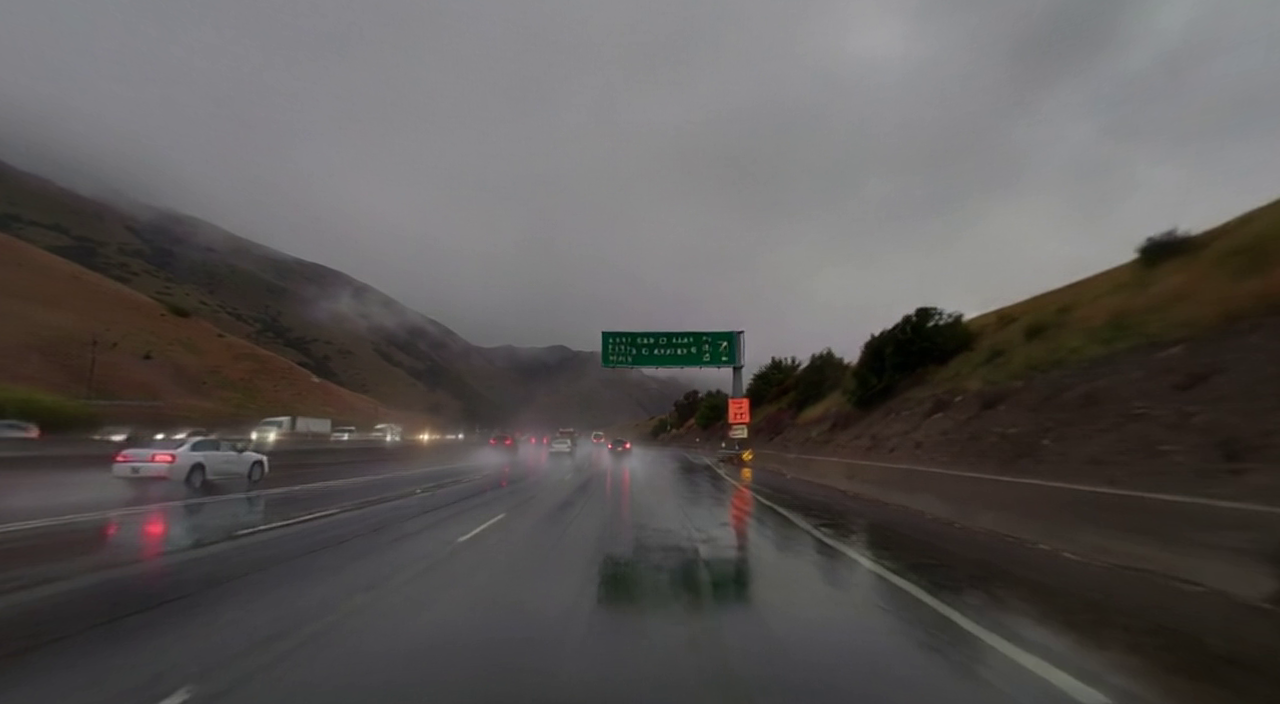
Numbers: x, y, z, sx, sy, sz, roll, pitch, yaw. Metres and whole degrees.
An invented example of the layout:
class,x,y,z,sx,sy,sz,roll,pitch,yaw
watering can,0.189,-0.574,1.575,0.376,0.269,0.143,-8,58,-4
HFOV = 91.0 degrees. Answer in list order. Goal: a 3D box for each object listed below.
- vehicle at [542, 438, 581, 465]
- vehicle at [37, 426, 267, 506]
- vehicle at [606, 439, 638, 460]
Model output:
class,x,y,z,sx,sy,sz,roll,pitch,yaw
vehicle,-5.092,6.509,41.370,2.060,1.631,4.214,0,-9,-1
vehicle,-11.504,2.710,15.382,2.047,1.645,4.451,0,-9,0
vehicle,-1.438,7.679,49.566,2.421,1.594,4.248,0,-9,-2
